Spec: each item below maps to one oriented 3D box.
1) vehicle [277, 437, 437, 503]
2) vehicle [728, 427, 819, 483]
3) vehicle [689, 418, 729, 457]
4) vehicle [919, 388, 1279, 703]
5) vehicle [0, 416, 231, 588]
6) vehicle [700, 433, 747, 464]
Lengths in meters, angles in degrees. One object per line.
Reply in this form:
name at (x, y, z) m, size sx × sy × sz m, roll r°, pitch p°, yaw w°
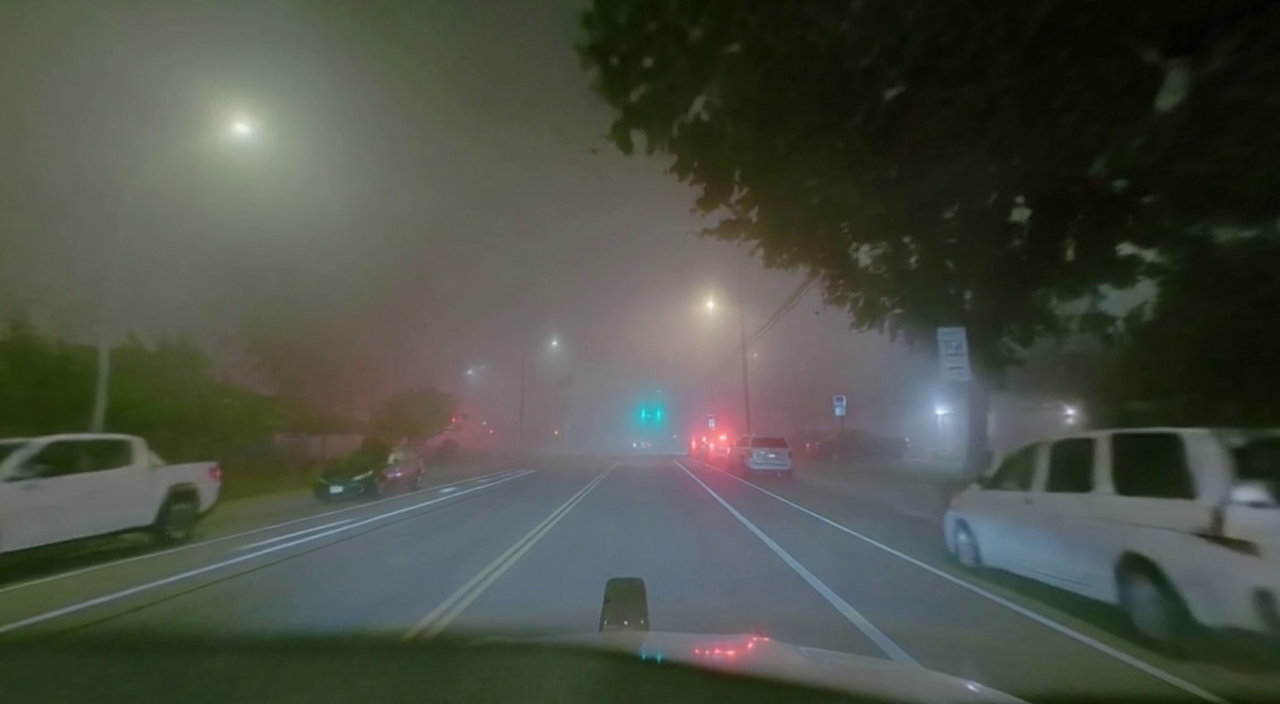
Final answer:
vehicle at (-7.157, 3.012, 16.571) m, size 2.041 × 1.489 × 4.439 m, roll -1°, pitch -8°, yaw 2°
vehicle at (4.749, 3.756, 23.332) m, size 2.279 × 1.829 × 4.859 m, roll 0°, pitch -8°, yaw 0°
vehicle at (5.200, 6.586, 48.416) m, size 2.398 × 2.806 × 4.857 m, roll 0°, pitch -8°, yaw -1°
vehicle at (4.413, 1.296, 5.007) m, size 2.118 × 1.701 × 5.067 m, roll 0°, pitch -8°, yaw 1°
vehicle at (-7.412, 1.688, 7.537) m, size 1.985 × 1.714 × 4.395 m, roll 0°, pitch -8°, yaw 1°
vehicle at (4.913, 5.784, 37.797) m, size 2.202 × 1.712 × 4.813 m, roll 0°, pitch -8°, yaw 1°
